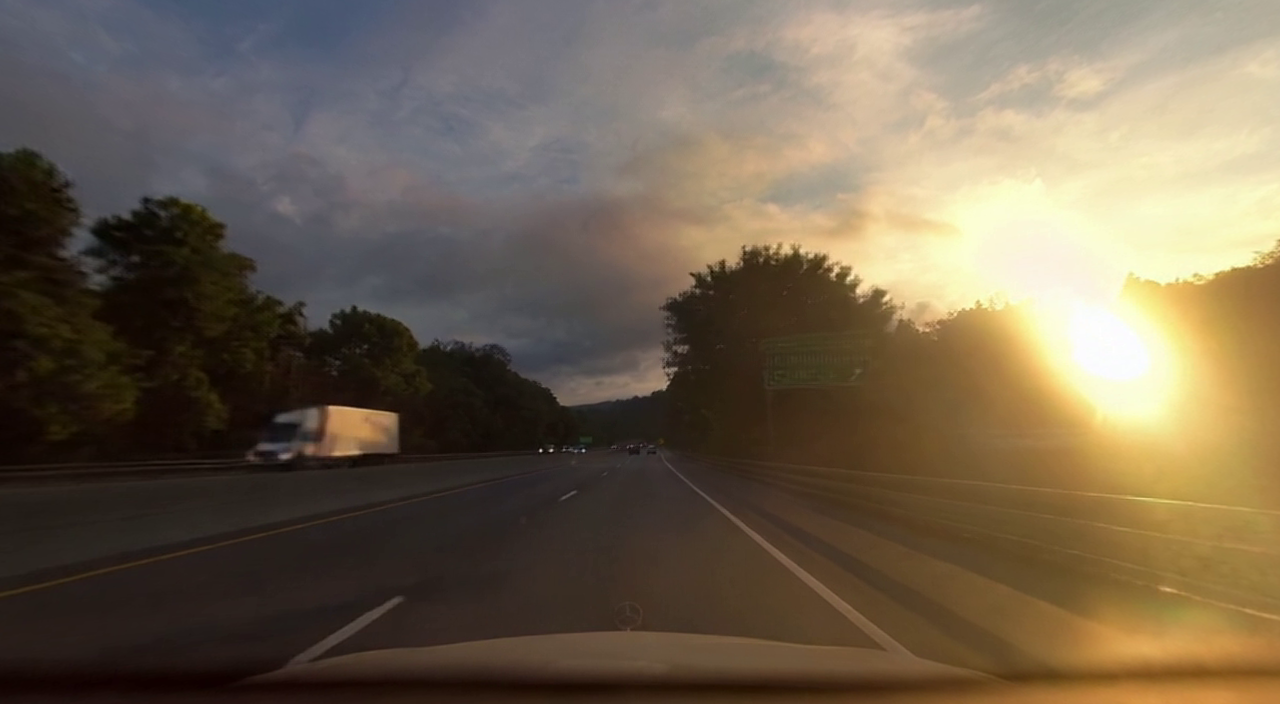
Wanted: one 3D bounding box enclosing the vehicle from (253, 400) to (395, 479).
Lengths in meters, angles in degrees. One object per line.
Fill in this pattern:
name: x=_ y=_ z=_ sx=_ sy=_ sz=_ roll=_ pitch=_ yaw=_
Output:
vehicle: x=-16.014 y=4.606 z=32.890 sx=2.932 sy=3.574 sz=8.159 roll=0 pitch=-9 yaw=2
